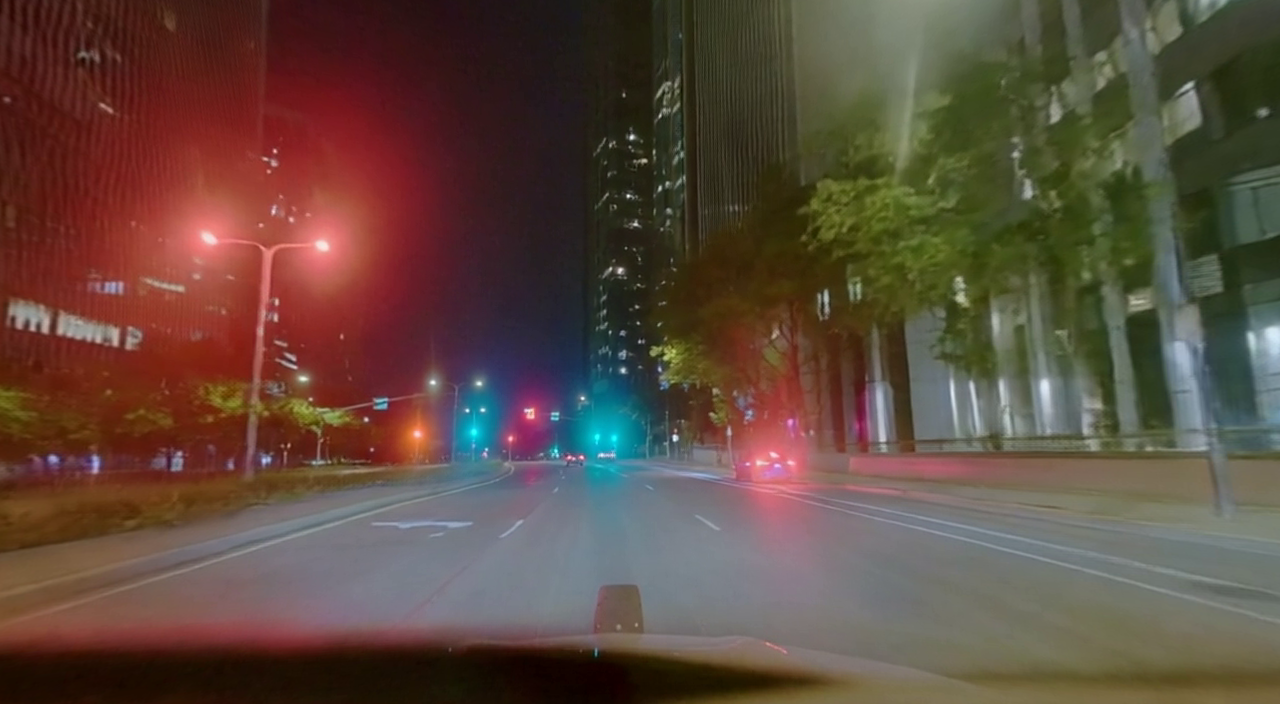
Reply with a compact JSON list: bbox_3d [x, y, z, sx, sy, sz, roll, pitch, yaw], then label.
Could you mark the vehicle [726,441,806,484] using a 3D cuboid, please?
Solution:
[{"bbox_3d":[5.240,4.684,27.064,2.042,1.635,4.858,1,-9,-5],"label":"vehicle"}]
